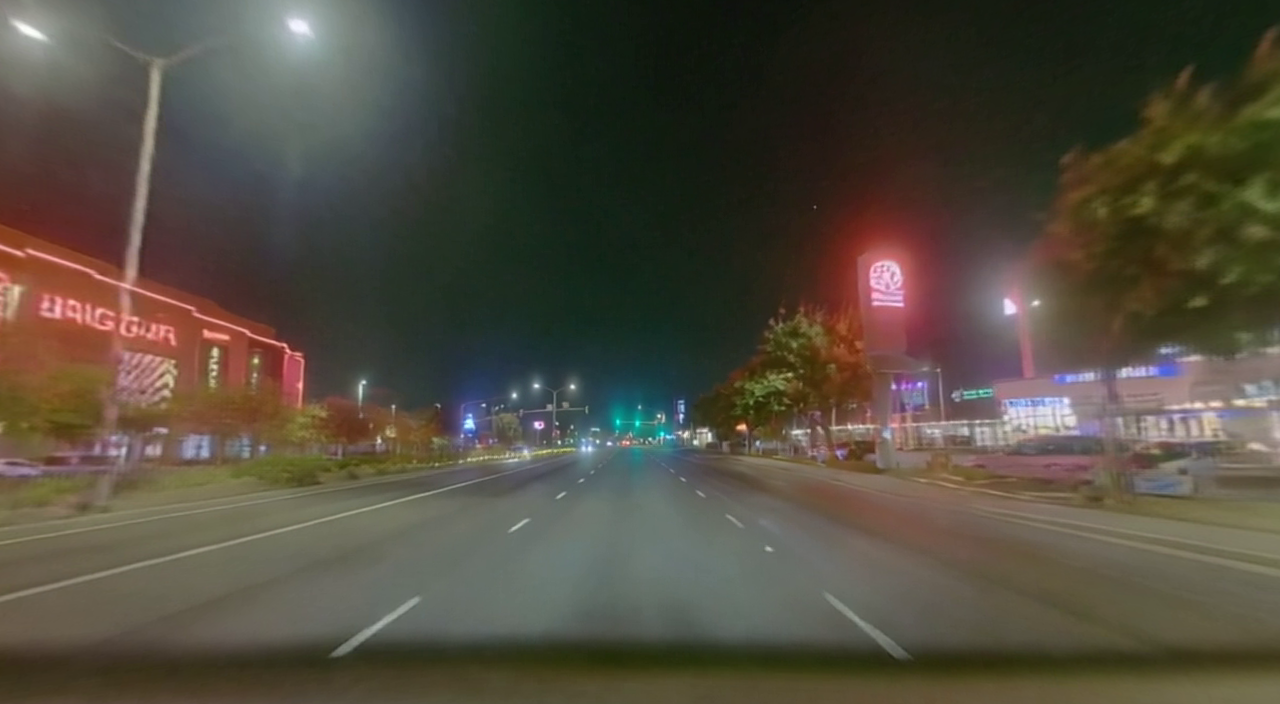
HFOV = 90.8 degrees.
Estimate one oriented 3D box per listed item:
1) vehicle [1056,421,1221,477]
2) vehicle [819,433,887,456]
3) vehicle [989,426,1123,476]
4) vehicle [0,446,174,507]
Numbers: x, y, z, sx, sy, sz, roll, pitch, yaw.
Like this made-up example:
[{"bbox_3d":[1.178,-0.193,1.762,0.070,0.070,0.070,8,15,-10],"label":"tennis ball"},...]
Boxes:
[{"bbox_3d":[17.964,3.533,23.171,1.995,1.793,4.956,0,-8,0],"label":"vehicle"},{"bbox_3d":[16.796,7.341,49.962,4.634,1.745,1.893,0,-8,0],"label":"vehicle"},{"bbox_3d":[15.310,3.671,23.646,1.881,1.664,4.658,0,-8,1],"label":"vehicle"},{"bbox_3d":[-15.898,3.449,18.055,1.872,1.505,4.296,0,-8,0],"label":"vehicle"}]
